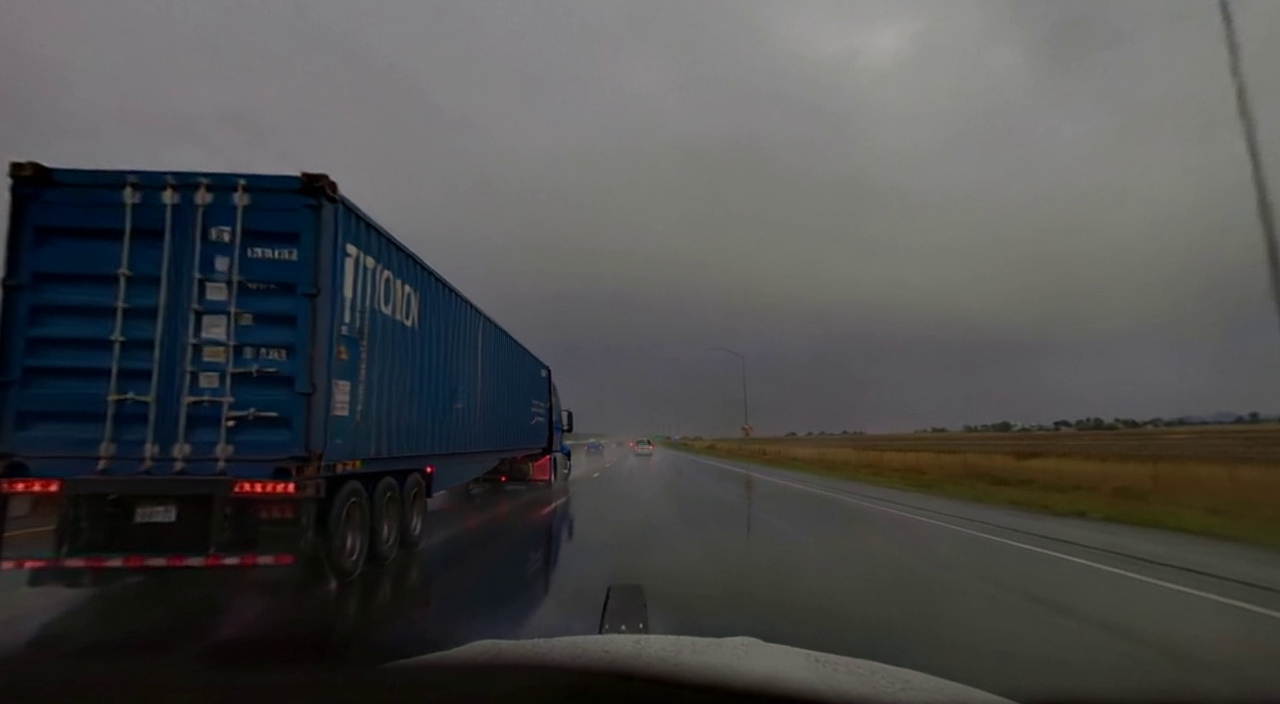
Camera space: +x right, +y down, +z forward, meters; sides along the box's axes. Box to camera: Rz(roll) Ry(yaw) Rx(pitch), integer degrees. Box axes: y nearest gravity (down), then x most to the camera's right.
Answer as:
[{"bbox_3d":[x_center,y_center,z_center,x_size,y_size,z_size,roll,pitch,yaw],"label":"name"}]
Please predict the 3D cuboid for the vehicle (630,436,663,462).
[{"bbox_3d":[0.411,6.718,43.706,2.136,1.718,4.157,0,-8,0],"label":"vehicle"}]

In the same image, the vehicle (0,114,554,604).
[{"bbox_3d":[-4.027,0.915,11.781,2.840,4.032,13.388,0,-8,0],"label":"vehicle"}]
